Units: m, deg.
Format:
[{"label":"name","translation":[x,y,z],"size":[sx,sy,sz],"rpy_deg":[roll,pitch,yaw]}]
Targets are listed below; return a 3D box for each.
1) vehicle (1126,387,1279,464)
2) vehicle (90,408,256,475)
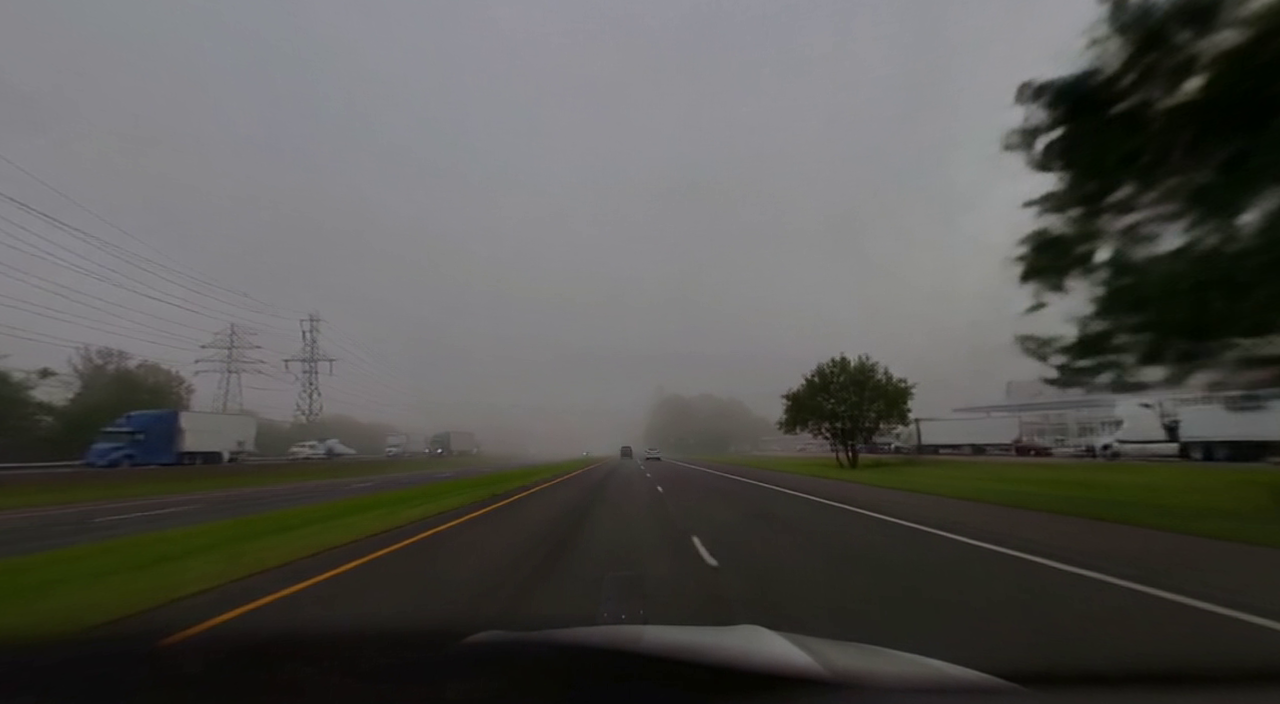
[{"label":"vehicle","translation":[35.637,3.928,34.115],"size":[3.224,4.043,14.034],"rpy_deg":[6,-11,-45]},{"label":"vehicle","translation":[-27.710,5.461,38.255],"size":[3.002,3.528,9.434],"rpy_deg":[0,-9,-2]}]
